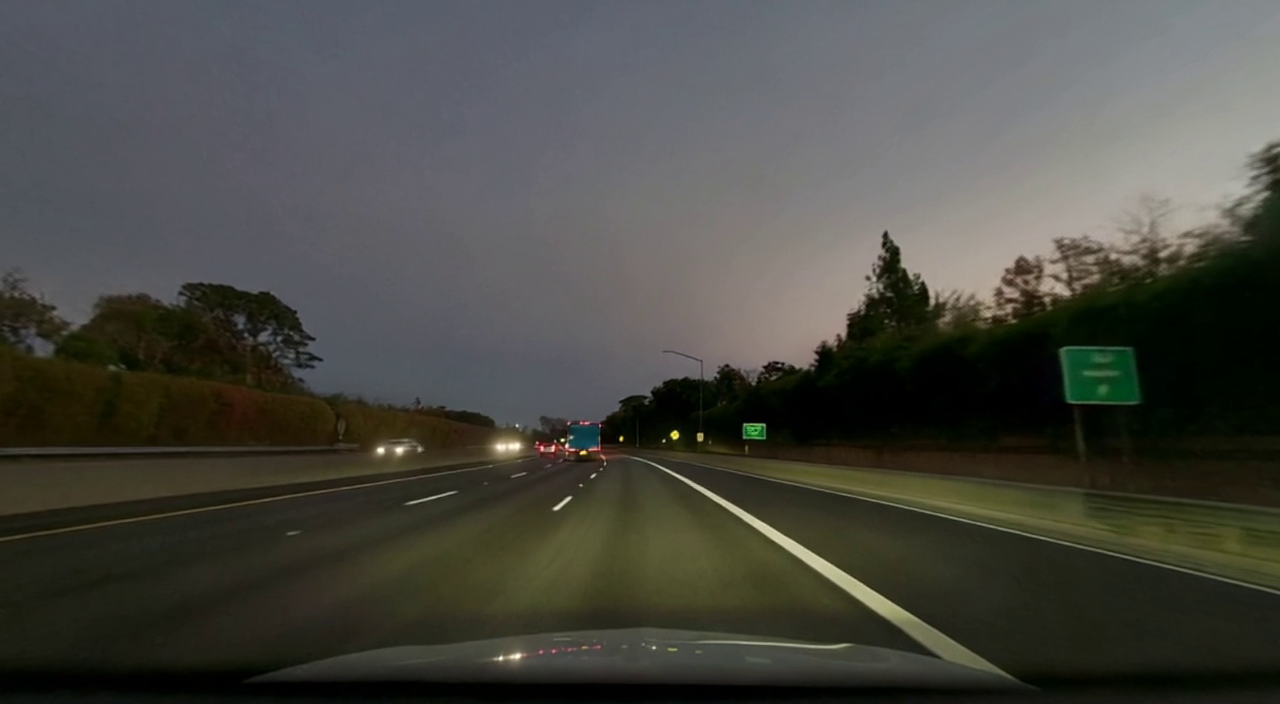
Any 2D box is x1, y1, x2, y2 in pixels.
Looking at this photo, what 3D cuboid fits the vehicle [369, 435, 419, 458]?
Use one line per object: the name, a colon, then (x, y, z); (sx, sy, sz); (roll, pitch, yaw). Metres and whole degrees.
vehicle: (-19.351, 7.466, 49.812); (2.093, 1.664, 4.978); (0, -8, -3)
